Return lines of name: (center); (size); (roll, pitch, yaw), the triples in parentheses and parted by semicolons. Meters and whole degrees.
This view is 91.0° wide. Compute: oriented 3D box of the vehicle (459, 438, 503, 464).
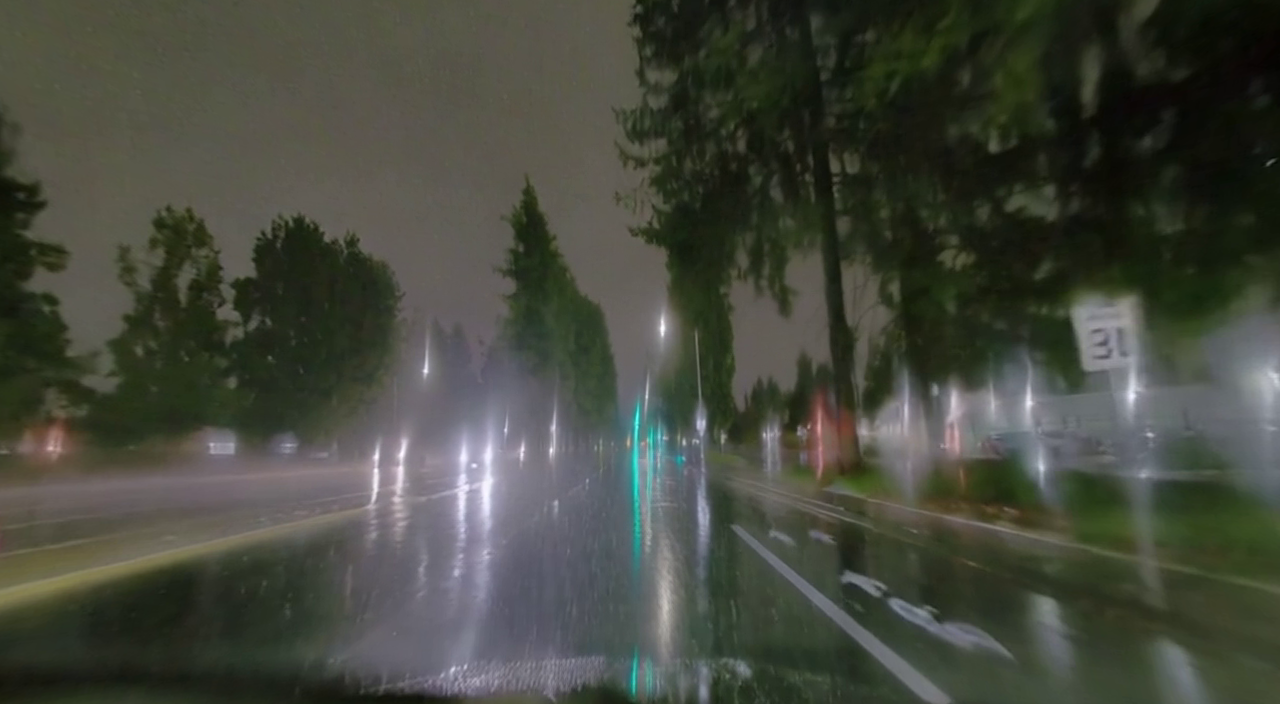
vehicle: (-12.003, 7.499, 47.828); (2.146, 1.847, 4.437); (0, -9, 1)

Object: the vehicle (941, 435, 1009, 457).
vehicle: (25.178, 7.053, 47.382); (3.936, 1.595, 2.040); (0, -8, 0)

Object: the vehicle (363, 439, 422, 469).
vehicle: (-15.375, 6.340, 39.327); (1.938, 1.775, 4.137); (0, -9, 0)
